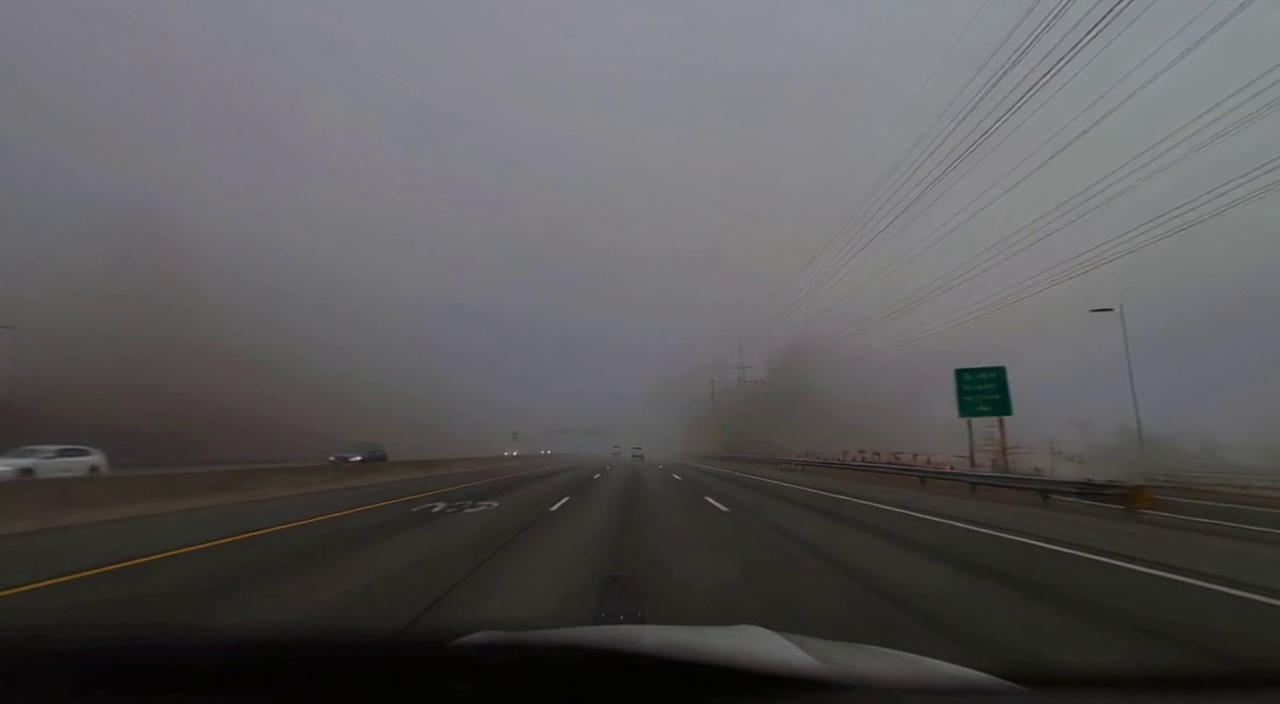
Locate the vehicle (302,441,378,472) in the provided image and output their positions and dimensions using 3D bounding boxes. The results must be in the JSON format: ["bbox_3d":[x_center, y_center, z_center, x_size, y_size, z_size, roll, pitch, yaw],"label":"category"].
[{"bbox_3d":[-17.783,6.195,37.751,2.078,1.686,4.951,0,-8,0],"label":"vehicle"}]
